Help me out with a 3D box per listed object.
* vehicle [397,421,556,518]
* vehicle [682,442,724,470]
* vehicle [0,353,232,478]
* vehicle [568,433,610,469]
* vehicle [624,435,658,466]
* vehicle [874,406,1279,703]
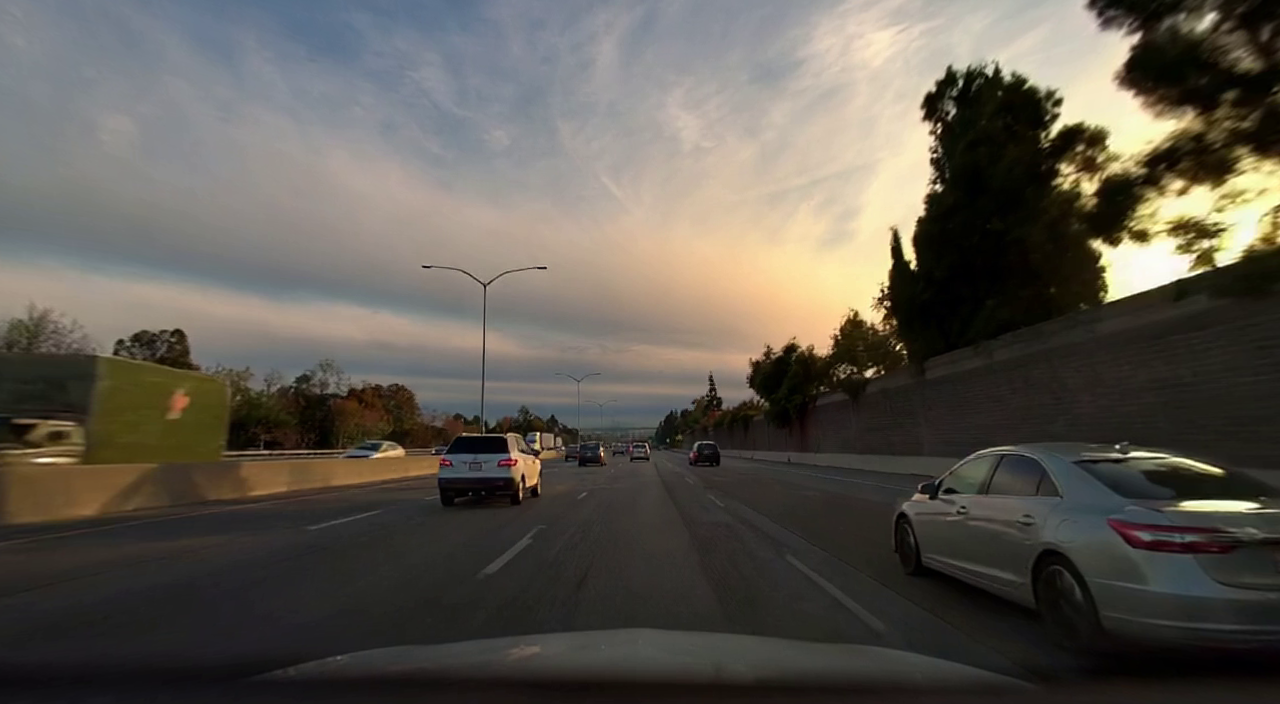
[{"bbox_3d":[-3.487,2.652,14.761,2.184,1.819,5.441,0,-9,1],"label":"vehicle"},{"bbox_3d":[4.070,6.796,41.311,2.224,1.752,4.487,0,-9,-1],"label":"vehicle"},{"bbox_3d":[-17.379,2.226,20.587,2.874,3.331,7.515,0,-9,0],"label":"vehicle"},{"bbox_3d":[-3.294,6.521,41.480,2.378,2.214,4.352,0,-9,0],"label":"vehicle"},{"bbox_3d":[0.050,7.640,49.043,2.485,2.215,5.199,0,-9,0],"label":"vehicle"},{"bbox_3d":[3.598,1.327,4.644,1.916,1.566,4.611,0,-9,-1],"label":"vehicle"}]
